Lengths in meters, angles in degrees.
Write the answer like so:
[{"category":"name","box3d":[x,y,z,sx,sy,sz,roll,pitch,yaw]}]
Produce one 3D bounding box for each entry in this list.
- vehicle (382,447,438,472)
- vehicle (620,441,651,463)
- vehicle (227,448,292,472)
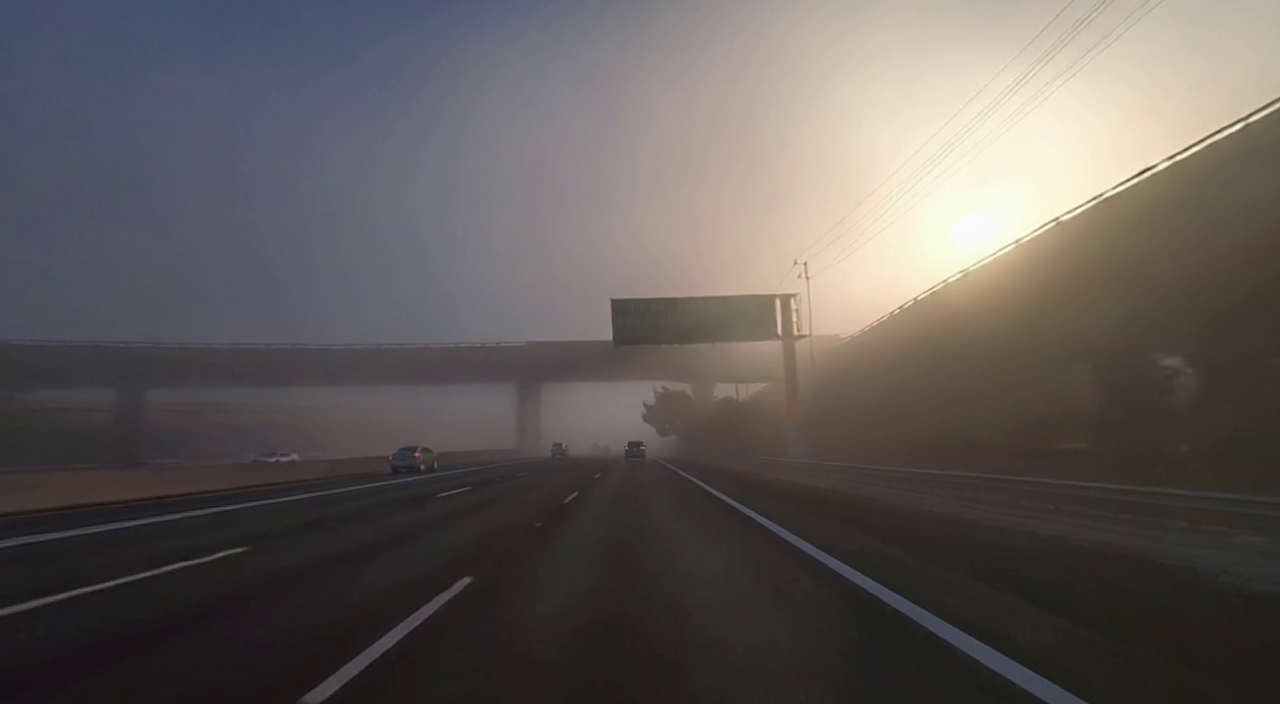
[{"category":"vehicle","box3d":[-14.865,6.919,41.100,1.969,1.486,4.395,0,-8,0]},{"category":"vehicle","box3d":[-0.317,7.191,45.552,2.086,1.472,4.168,0,-8,-1]},{"category":"vehicle","box3d":[-28.331,8.052,47.319,1.999,1.620,4.600,0,-8,0]}]
